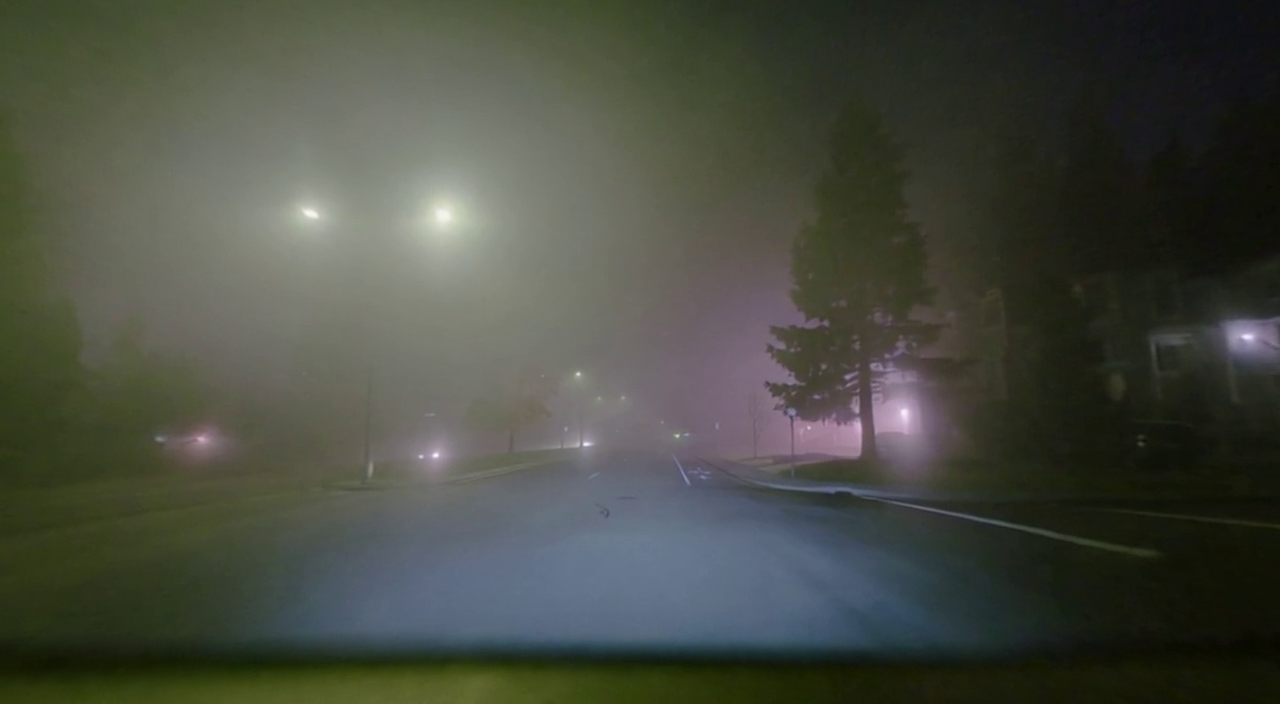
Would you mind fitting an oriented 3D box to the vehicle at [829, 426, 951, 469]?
[{"bbox_3d":[10.667,4.053,27.283,2.199,1.661,4.495,4,-8,-28],"label":"vehicle"}]

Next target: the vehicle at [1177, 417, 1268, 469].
[{"bbox_3d":[19.769,3.030,21.438,1.979,1.560,4.241,-7,-9,43],"label":"vehicle"}]
